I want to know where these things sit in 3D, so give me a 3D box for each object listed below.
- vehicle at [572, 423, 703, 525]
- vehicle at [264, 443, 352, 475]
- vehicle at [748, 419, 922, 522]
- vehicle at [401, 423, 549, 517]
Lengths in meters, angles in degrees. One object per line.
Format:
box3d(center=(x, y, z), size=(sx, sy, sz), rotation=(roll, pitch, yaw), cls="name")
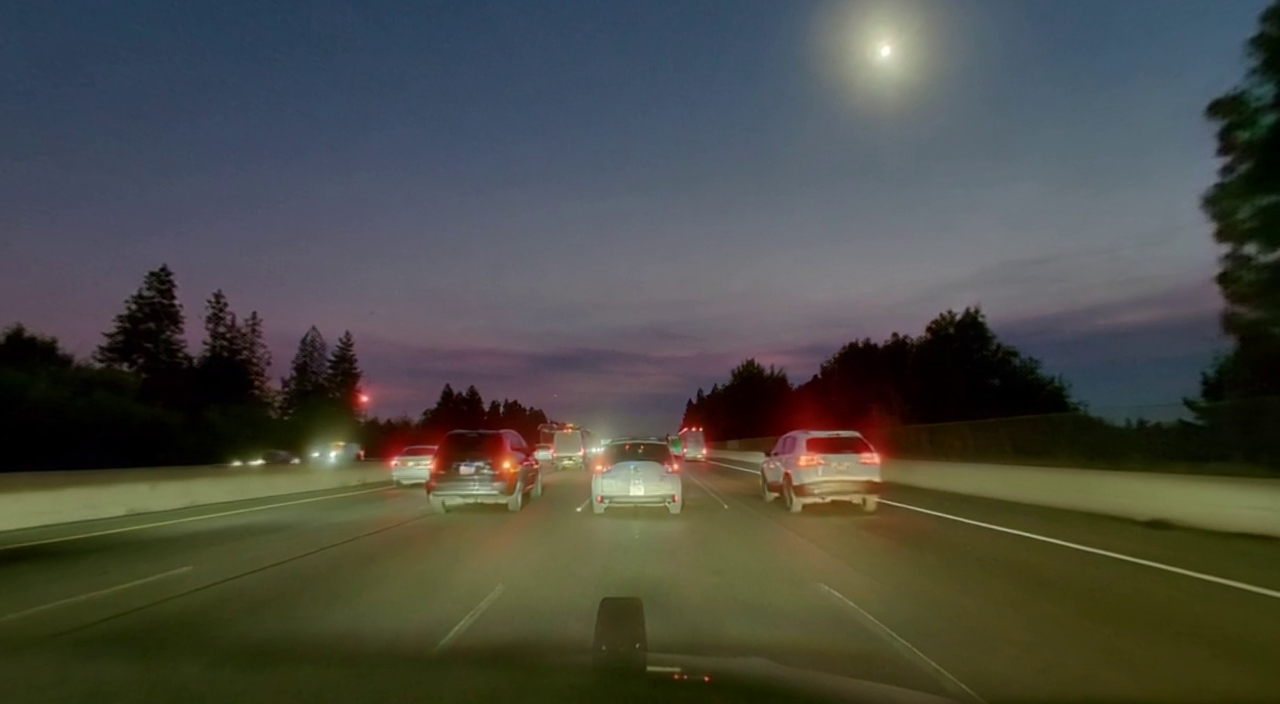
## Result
box3d(center=(-0.021, 2.387, 12.836), size=(2.223, 1.722, 4.177), rotation=(0, -9, 1), cls="vehicle")
box3d(center=(-20.450, 6.606, 39.201), size=(2.202, 1.868, 5.948), rotation=(0, -9, 1), cls="vehicle")
box3d(center=(3.949, 2.521, 13.972), size=(2.175, 1.830, 5.173), rotation=(0, -9, 0), cls="vehicle")
box3d(center=(-3.502, 2.602, 14.350), size=(2.142, 1.808, 4.266), rotation=(0, -9, 1), cls="vehicle")
